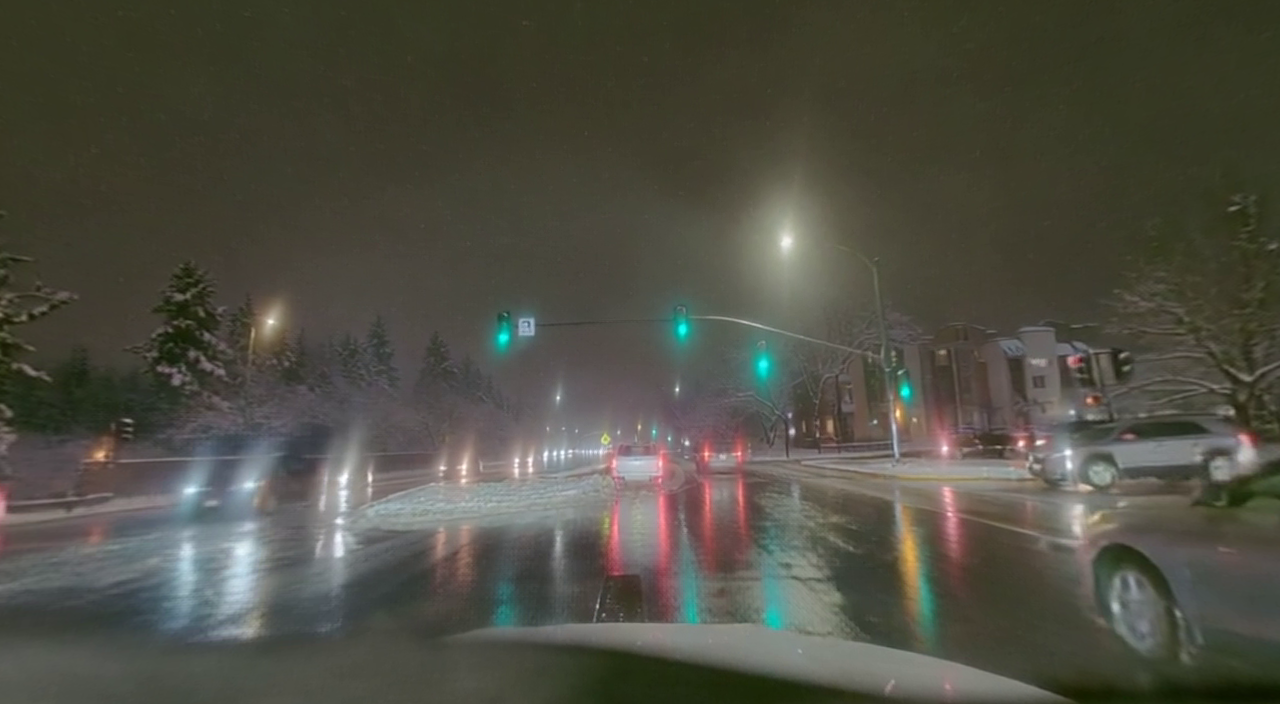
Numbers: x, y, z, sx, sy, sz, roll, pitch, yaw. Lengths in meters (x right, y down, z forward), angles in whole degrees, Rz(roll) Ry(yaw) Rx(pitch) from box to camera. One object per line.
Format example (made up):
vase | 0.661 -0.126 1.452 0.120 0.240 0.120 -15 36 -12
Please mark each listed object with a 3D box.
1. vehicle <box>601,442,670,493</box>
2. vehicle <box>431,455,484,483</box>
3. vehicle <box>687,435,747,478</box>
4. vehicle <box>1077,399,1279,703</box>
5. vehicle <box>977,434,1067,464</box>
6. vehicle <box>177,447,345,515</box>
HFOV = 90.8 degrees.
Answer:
vehicle | -0.138 3.710 20.685 2.034 1.500 3.966 0 -8 0
vehicle | -10.749 6.905 37.550 1.808 1.512 4.447 0 -8 1
vehicle | 3.424 4.746 28.945 2.107 1.773 4.557 0 -8 -1
vehicle | 3.797 0.793 1.702 2.049 1.473 4.425 0 -8 0
vehicle | 21.278 5.465 35.456 1.865 1.452 4.585 -3 -9 -4
vehicle | -11.108 3.768 19.022 2.102 1.758 4.532 0 -8 2
